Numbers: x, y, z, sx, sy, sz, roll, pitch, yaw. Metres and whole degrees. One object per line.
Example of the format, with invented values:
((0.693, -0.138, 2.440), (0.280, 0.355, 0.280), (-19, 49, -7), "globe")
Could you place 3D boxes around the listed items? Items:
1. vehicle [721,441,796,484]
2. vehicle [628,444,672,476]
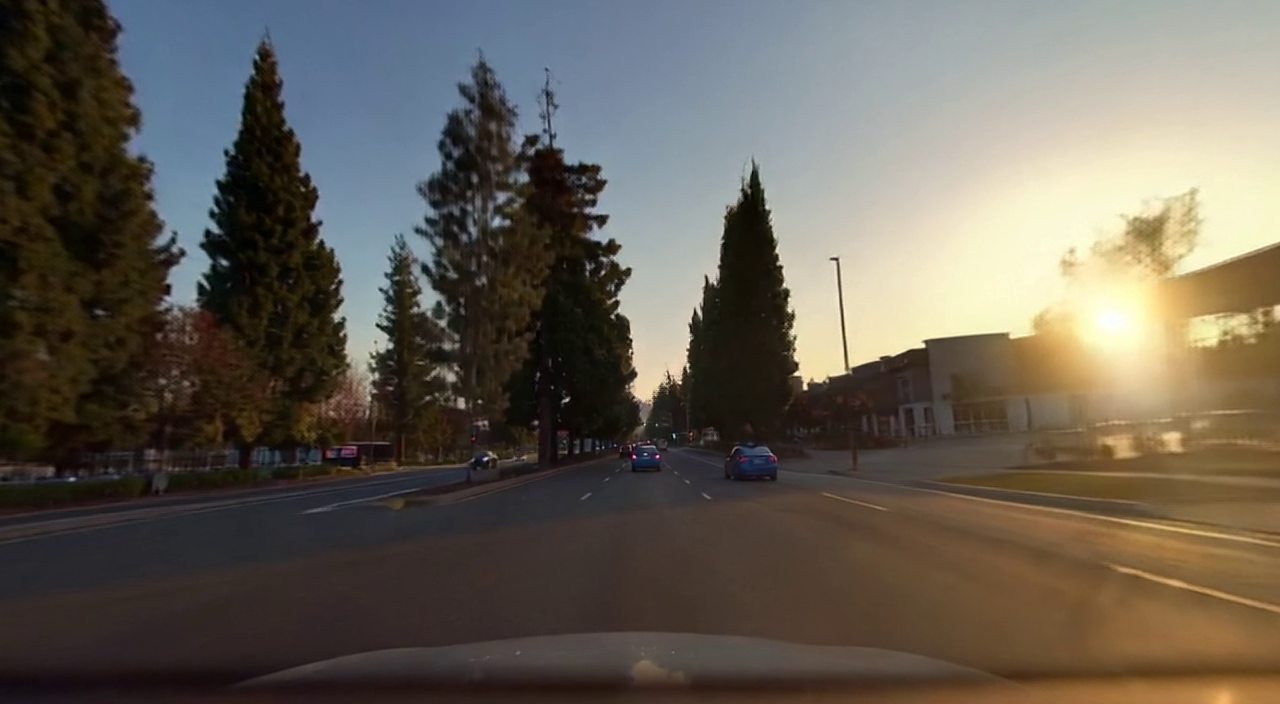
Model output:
((4.458, 4.211, 24.345), (2.067, 1.497, 4.327), (0, -8, 0), "vehicle")
((0.504, 5.598, 32.994), (2.144, 1.505, 4.128), (0, -8, 0), "vehicle")
